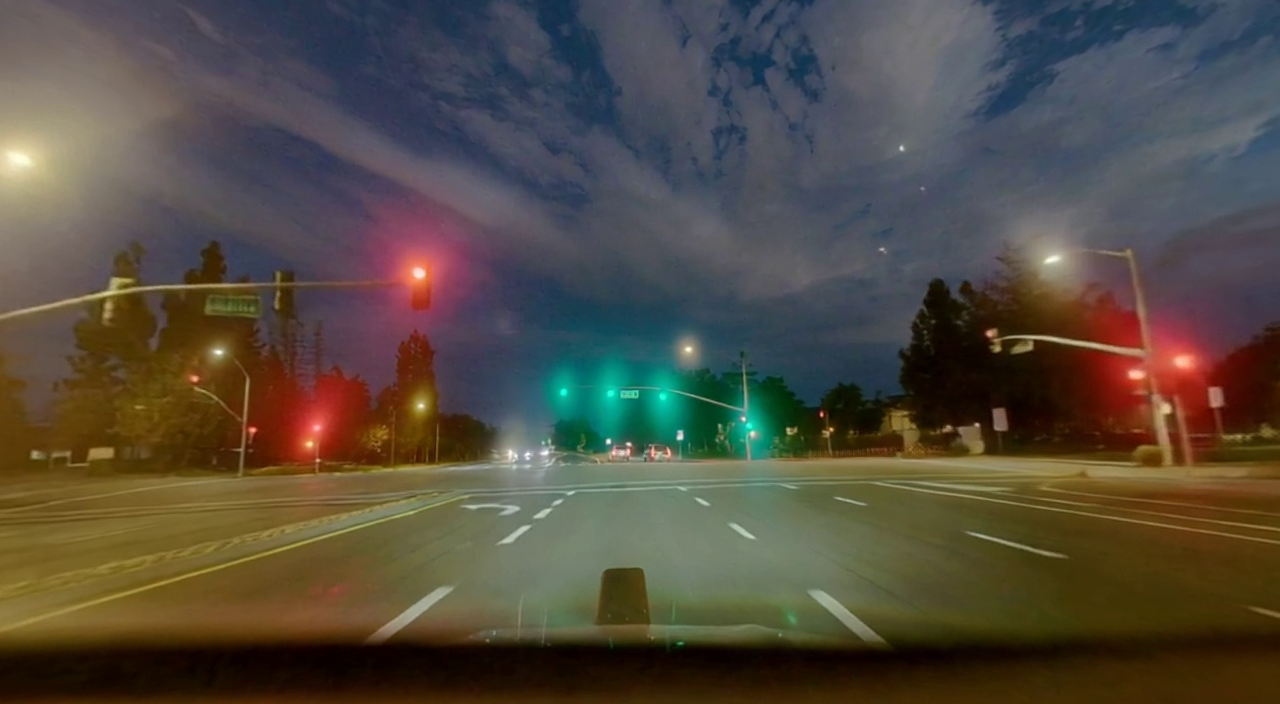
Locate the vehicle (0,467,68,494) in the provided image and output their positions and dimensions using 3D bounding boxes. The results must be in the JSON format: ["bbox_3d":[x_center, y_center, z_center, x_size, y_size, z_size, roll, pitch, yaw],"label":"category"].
[{"bbox_3d":[-41.575,8.581,42.165,4.650,1.604,2.011,-1,-8,2],"label":"vehicle"}]
